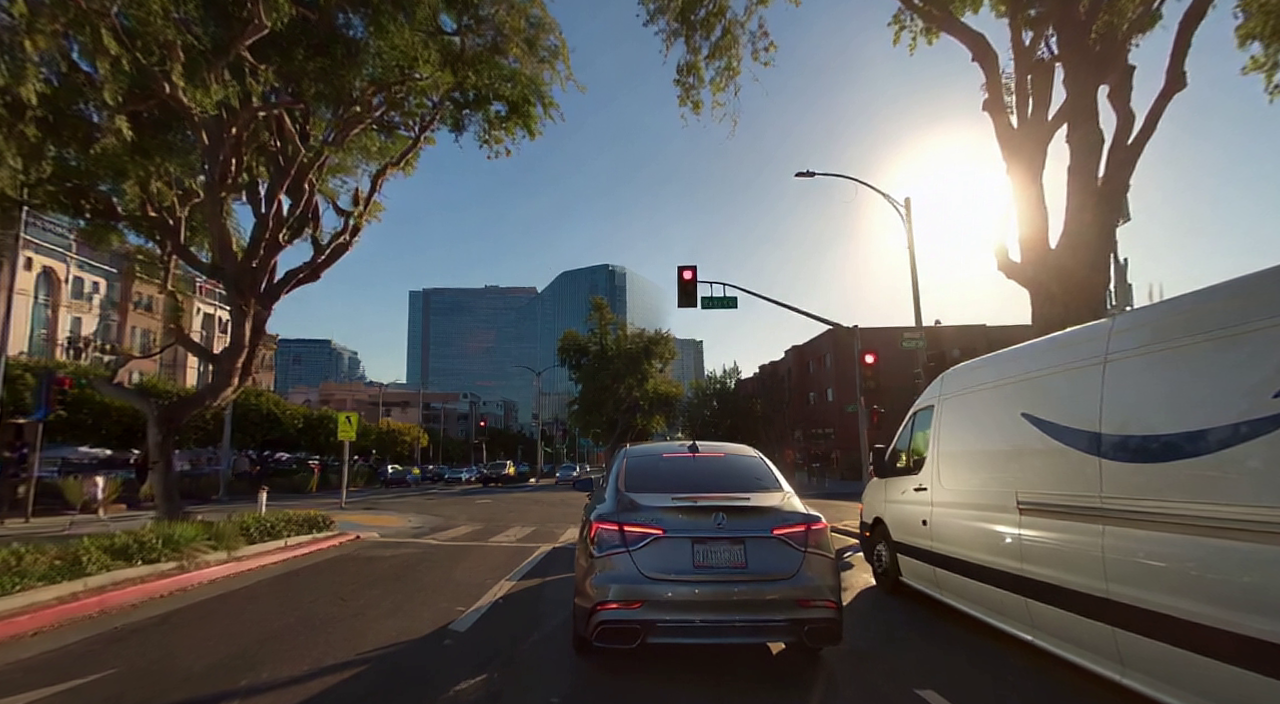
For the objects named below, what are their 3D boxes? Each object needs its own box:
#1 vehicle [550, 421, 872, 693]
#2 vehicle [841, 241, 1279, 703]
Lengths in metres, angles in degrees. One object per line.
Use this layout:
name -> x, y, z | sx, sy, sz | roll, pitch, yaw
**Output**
vehicle -> 0.388, 1.591, 5.734 | 1.961, 1.629, 3.610 | 1, -10, -2
vehicle -> 2.851, 0.895, 2.929 | 2.054, 1.965, 5.248 | 1, -11, 0
